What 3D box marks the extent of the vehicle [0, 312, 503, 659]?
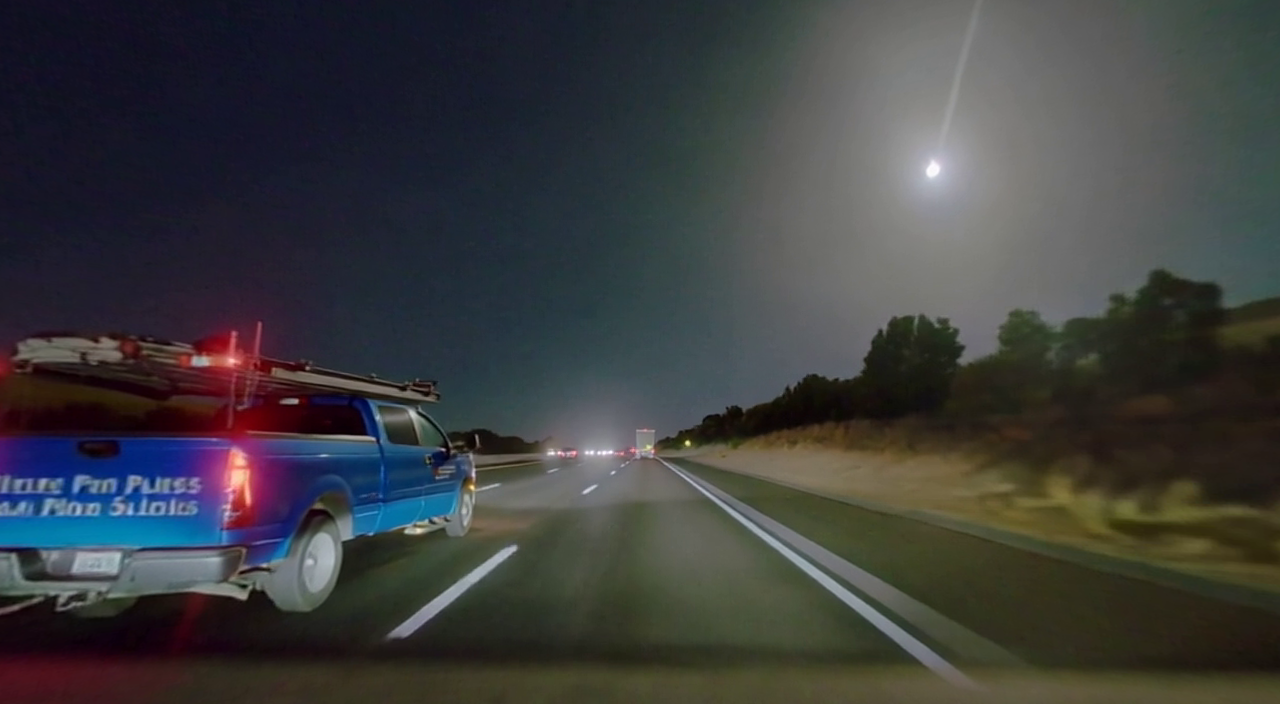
[{"bbox_3d":[-3.835,1.360,7.658,2.791,2.330,6.725,0,-8,0],"label":"vehicle"}]
